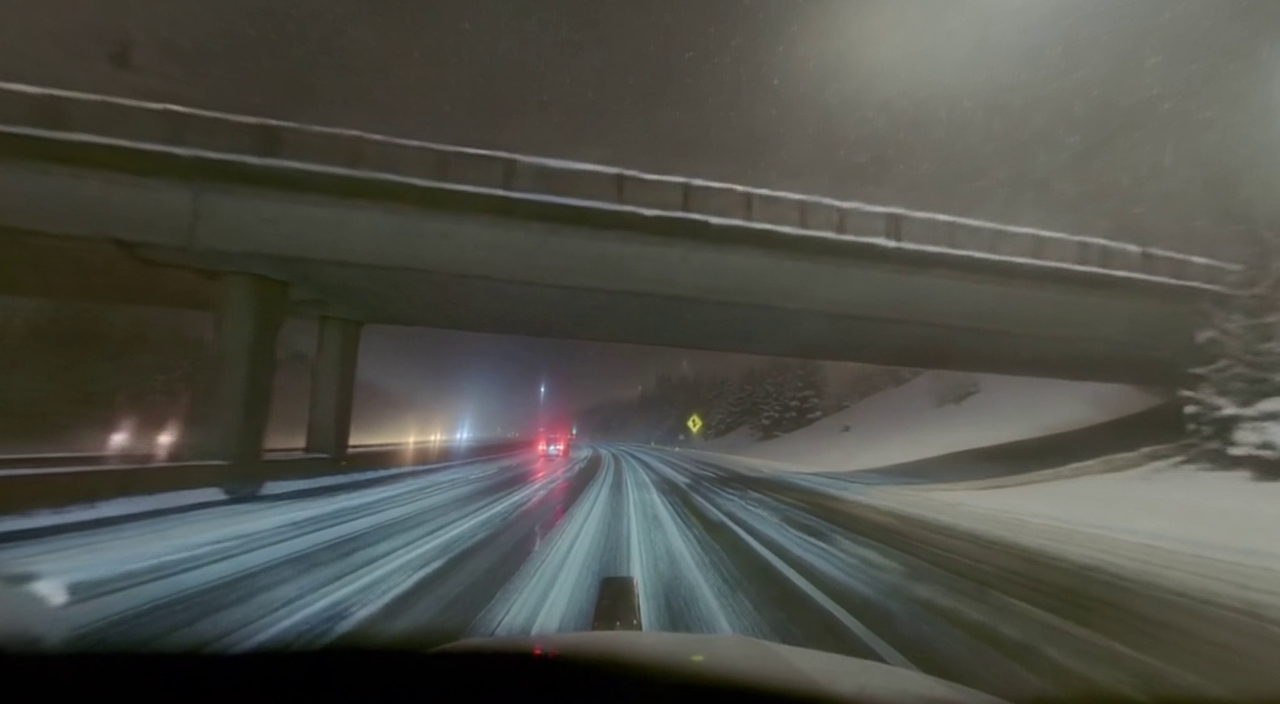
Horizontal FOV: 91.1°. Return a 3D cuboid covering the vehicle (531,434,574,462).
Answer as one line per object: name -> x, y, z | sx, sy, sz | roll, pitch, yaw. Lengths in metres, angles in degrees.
vehicle -> -5.419, 6.000, 39.558 | 2.123, 1.601, 4.887 | 0, -8, -1
